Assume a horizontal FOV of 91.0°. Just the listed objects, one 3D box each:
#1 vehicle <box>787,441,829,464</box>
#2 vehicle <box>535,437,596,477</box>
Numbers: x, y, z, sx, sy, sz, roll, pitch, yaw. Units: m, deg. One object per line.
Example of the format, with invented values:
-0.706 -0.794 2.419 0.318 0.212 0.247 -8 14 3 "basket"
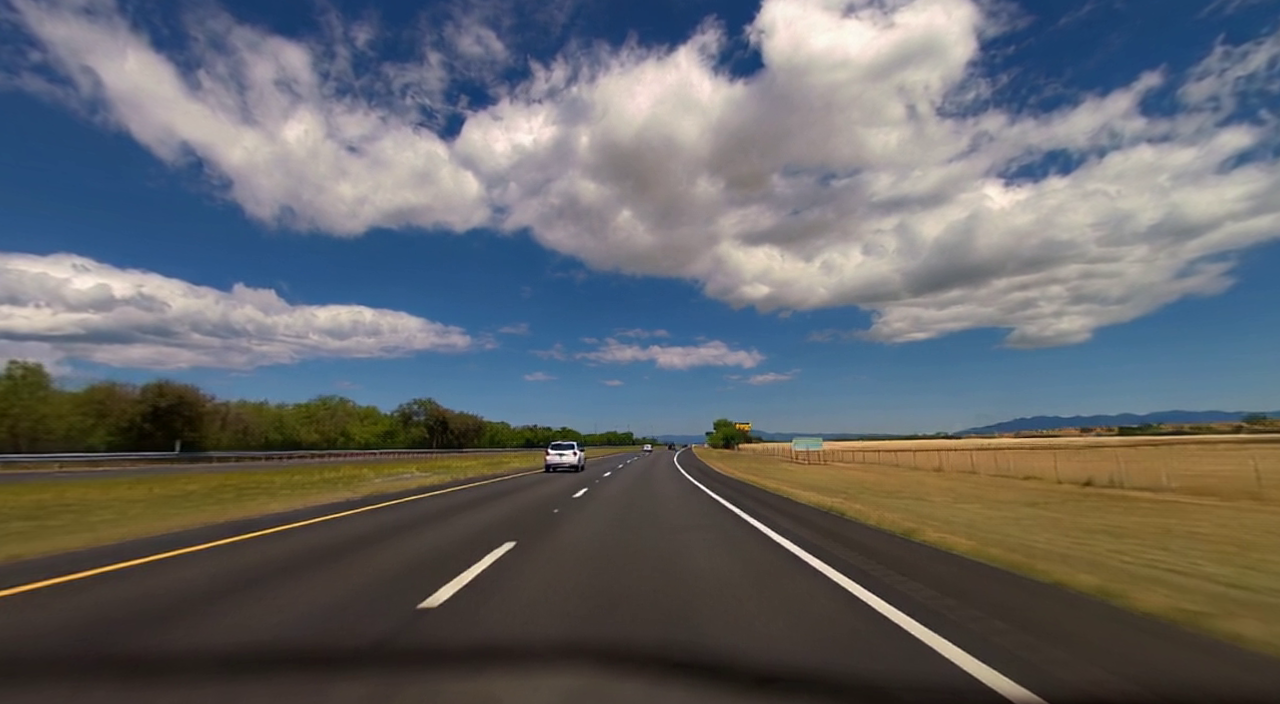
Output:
12.213 7.318 45.896 1.831 1.574 3.868 0 -8 -2 "vehicle"
-3.468 5.037 30.462 2.193 1.771 4.757 0 -9 2 "vehicle"
